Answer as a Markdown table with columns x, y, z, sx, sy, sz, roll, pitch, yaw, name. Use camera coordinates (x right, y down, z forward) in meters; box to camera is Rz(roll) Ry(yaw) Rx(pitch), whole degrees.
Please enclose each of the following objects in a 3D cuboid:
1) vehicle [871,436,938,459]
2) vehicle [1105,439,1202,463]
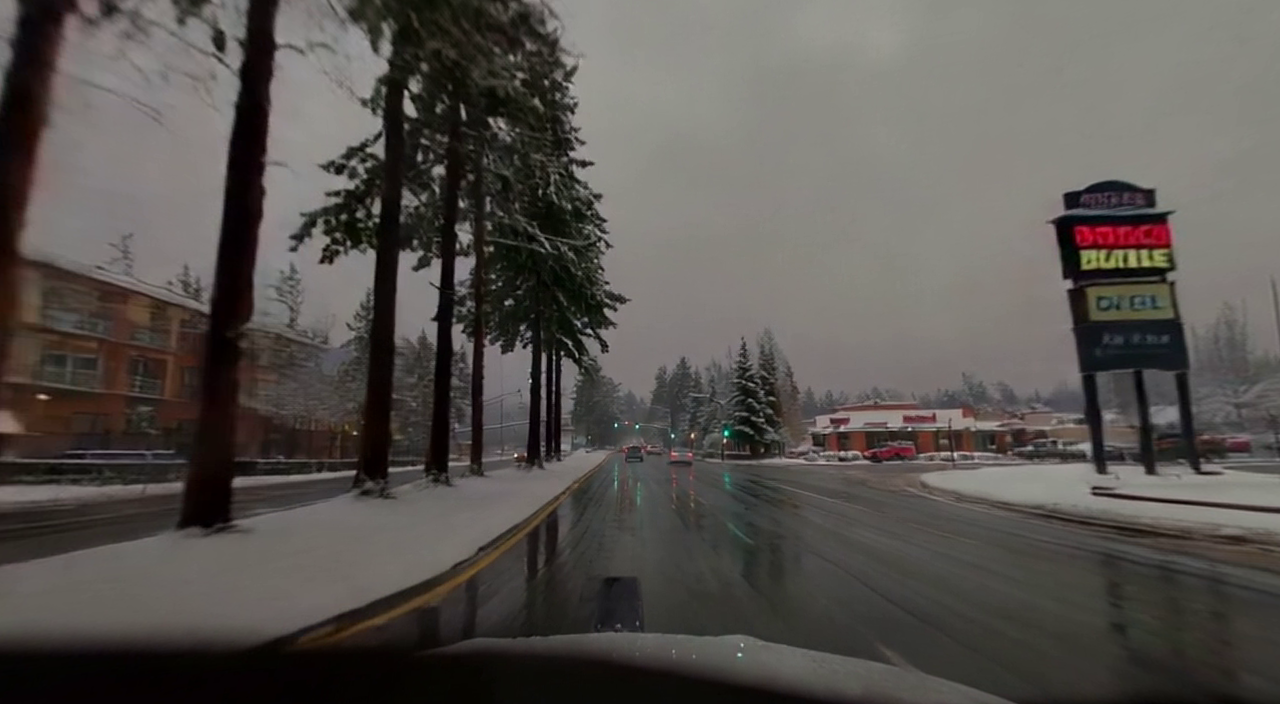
| x | y | z | sx | sy | sz | roll | pitch | yaw | name |
| --- | --- | --- | --- | --- | --- | --- | --- | --- | --- |
| 20.559 | 7.395 | 49.171 | 4.210 | 1.727 | 2.227 | 1 | -7 | -8 | vehicle |
| 34.850 | 6.696 | 43.019 | 1.853 | 1.552 | 4.707 | 4 | -9 | -30 | vehicle |
